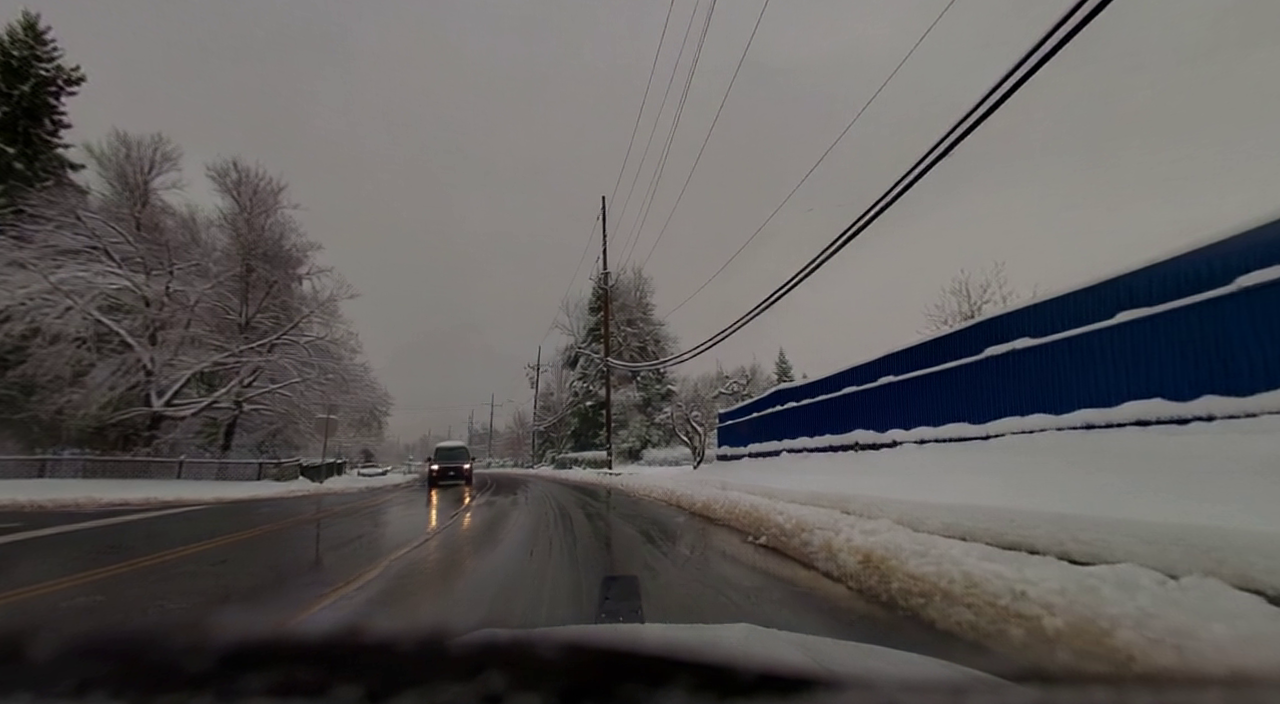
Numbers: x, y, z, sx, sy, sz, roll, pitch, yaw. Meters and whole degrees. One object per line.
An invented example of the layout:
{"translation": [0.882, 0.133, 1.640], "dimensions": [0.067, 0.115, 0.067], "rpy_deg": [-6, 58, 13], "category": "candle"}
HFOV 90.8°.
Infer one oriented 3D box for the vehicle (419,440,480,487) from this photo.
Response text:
{"translation": [-8.364, 4.904, 28.079], "dimensions": [2.185, 1.901, 4.177], "rpy_deg": [2, -9, -12], "category": "vehicle"}
